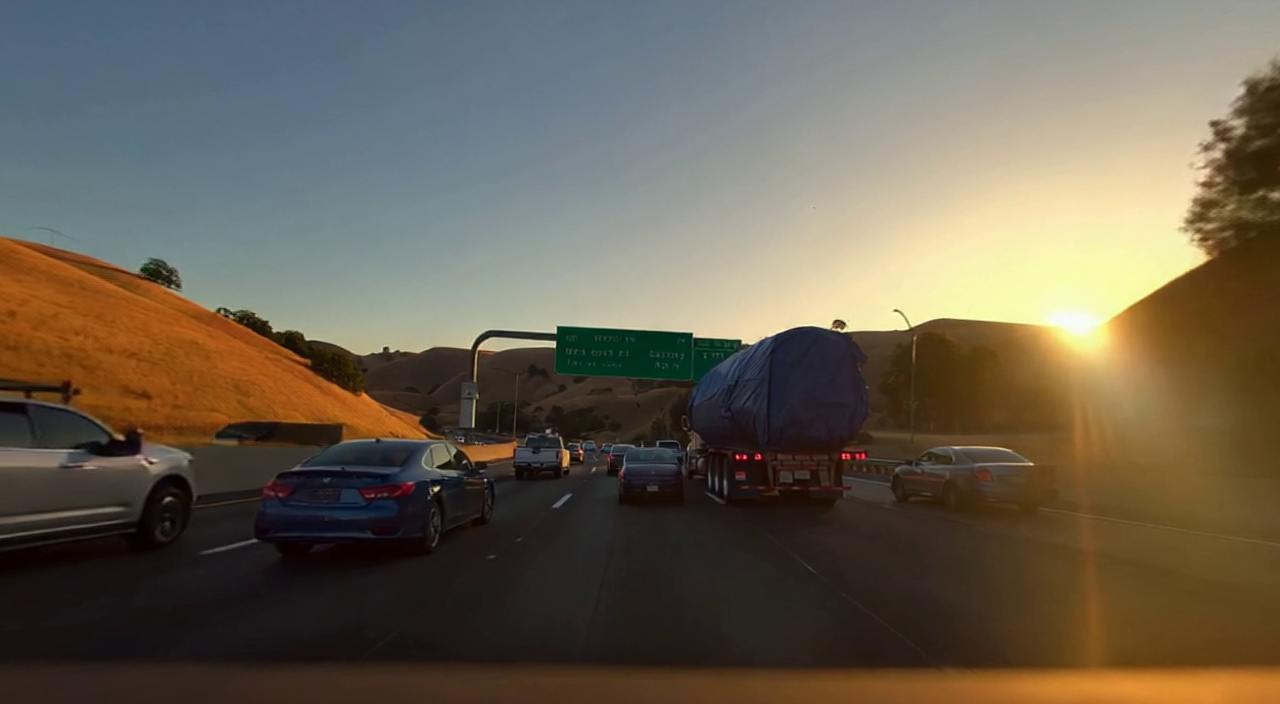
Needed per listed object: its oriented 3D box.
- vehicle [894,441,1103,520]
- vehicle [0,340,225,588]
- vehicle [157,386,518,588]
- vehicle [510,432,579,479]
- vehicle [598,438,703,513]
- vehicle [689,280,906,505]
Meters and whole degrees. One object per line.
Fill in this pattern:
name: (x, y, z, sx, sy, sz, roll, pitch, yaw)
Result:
vehicle: (7.744, 2.775, 14.225, 2.092, 1.495, 4.194, 0, -8, -3)
vehicle: (-7.580, 0.985, 5.453, 3.150, 2.303, 7.133, 0, -8, 0)
vehicle: (-3.379, 1.660, 8.712, 2.318, 1.902, 5.374, 0, -8, 0)
vehicle: (-3.957, 4.406, 27.104, 2.348, 1.821, 5.061, 0, -8, -2)
vehicle: (0.153, 2.776, 14.702, 2.105, 1.471, 3.978, 0, -8, -2)
vehicle: (3.256, 1.490, 16.912, 2.759, 4.098, 10.906, 0, -8, -1)
